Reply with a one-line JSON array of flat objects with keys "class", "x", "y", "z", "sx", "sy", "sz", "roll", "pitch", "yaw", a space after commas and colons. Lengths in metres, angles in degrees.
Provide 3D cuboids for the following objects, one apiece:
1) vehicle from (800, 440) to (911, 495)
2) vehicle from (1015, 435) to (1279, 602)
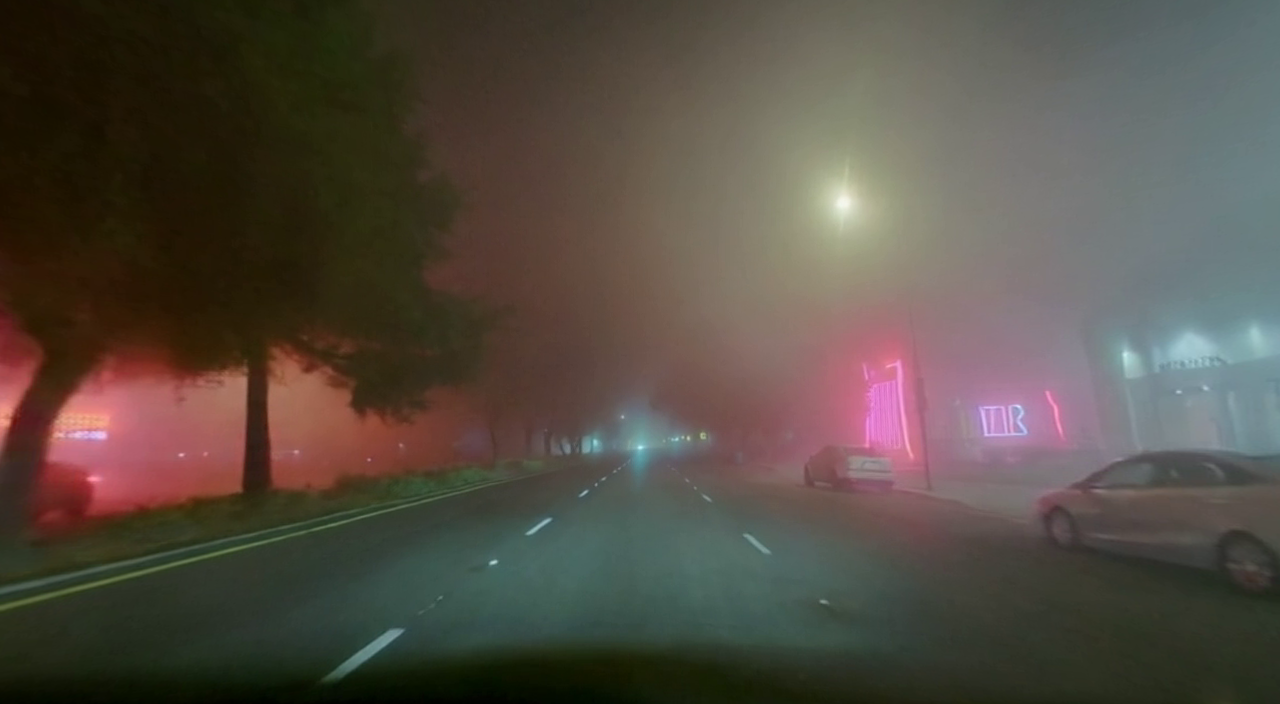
[{"class": "vehicle", "x": 6.695, "y": 3.606, "z": 20.173, "sx": 1.923, "sy": 1.498, "sz": 4.676, "roll": 0, "pitch": -8, "yaw": 0}, {"class": "vehicle", "x": 6.684, "y": 1.663, "z": 6.833, "sx": 2.119, "sy": 1.458, "sz": 4.965, "roll": 1, "pitch": -8, "yaw": -1}]
